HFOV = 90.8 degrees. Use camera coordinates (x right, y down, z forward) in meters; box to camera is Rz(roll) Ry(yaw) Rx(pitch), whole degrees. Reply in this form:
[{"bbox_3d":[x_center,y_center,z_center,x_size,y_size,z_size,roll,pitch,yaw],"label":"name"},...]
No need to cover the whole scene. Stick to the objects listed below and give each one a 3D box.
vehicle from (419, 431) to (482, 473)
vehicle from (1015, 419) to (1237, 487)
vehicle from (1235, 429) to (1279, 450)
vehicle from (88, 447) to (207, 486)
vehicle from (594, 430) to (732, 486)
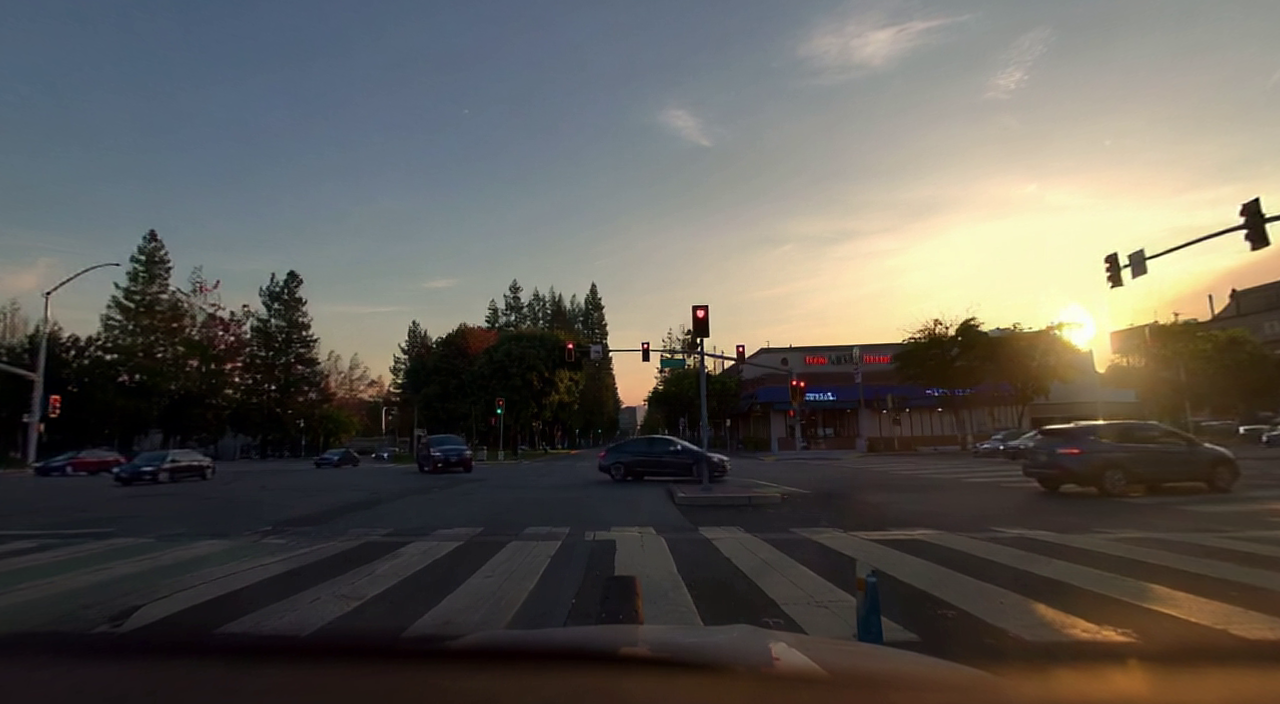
[{"bbox_3d":[-9.898,5.133,32.659,2.223,1.972,5.310,4,-9,-25],"label":"vehicle"},{"bbox_3d":[14.302,3.001,18.888,4.767,1.877,2.017,-1,-9,5],"label":"vehicle"},{"bbox_3d":[45.673,6.282,45.248,1.786,1.412,4.330,0,-9,0],"label":"vehicle"},{"bbox_3d":[-22.957,5.302,29.723,1.938,1.676,4.483,0,-9,0],"label":"vehicle"},{"bbox_3d":[0.746,3.515,21.152,4.180,1.678,1.982,-5,-10,29],"label":"vehicle"}]
